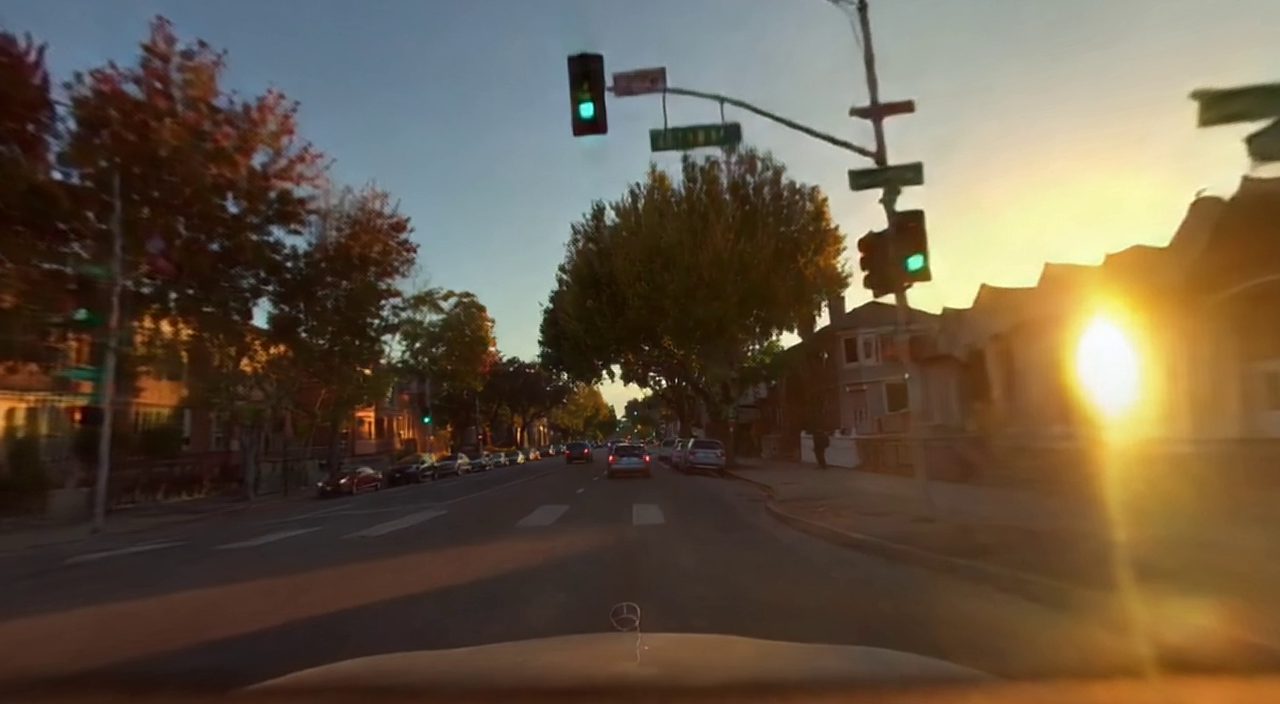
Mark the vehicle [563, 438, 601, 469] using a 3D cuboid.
[{"bbox_3d":[-3.631,6.366,39.814,1.983,1.841,4.013,0,-8,0],"label":"vehicle"}]

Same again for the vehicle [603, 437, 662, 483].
[{"bbox_3d":[-0.264,3.939,23.303,1.998,1.518,4.015,0,-8,-1],"label":"vehicle"}]

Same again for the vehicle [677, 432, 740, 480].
[{"bbox_3d":[2.627,4.130,25.199,1.969,1.725,4.387,0,-8,-1],"label":"vehicle"}]

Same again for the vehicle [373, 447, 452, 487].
[{"bbox_3d":[-12.233,6.181,34.332,2.109,1.941,6.025,0,-8,-1],"label":"vehicle"}]

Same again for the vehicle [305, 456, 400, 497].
[{"bbox_3d":[-12.092,5.254,26.831,1.913,1.475,4.372,0,-8,1],"label":"vehicle"}]

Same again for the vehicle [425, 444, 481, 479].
[{"bbox_3d":[-12.370,7.259,42.025,2.210,2.148,4.849,0,-8,0],"label":"vehicle"}]
